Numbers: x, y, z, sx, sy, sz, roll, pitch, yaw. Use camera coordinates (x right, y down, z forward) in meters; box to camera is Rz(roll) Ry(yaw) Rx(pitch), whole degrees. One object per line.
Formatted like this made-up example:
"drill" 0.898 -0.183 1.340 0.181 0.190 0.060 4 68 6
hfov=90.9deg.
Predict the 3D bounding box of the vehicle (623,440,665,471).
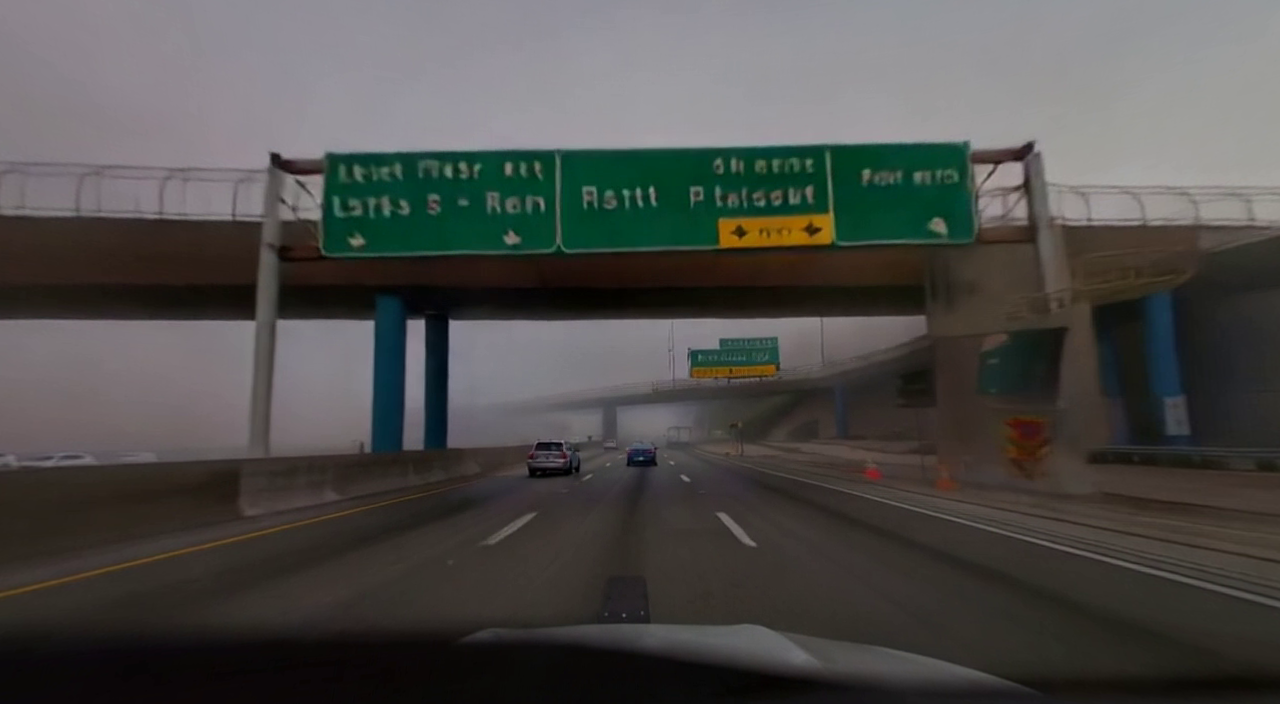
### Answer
"vehicle" 0.175 4.922 30.288 1.877 1.386 3.872 0 -8 0

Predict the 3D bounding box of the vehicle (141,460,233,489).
"vehicle" -35.259 9.535 49.380 2.649 1.971 5.971 0 -8 1

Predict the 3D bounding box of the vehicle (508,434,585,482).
"vehicle" -3.329 3.896 23.385 2.064 1.589 4.213 0 -8 2
